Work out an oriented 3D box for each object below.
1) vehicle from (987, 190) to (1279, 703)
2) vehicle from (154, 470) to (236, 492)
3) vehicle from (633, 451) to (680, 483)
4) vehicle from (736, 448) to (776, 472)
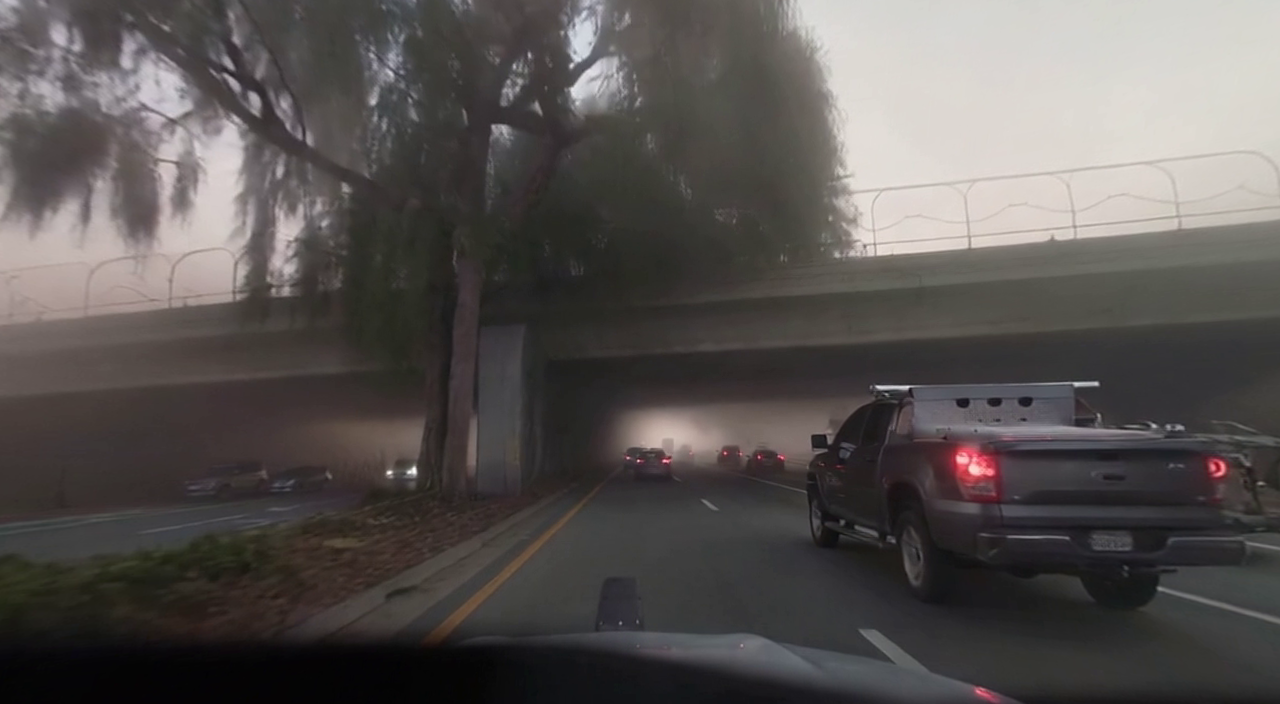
[{"bbox_3d":[3.488,0.500,1.401,2.588,2.321,4.927,0,-9,0],"label":"vehicle"},{"bbox_3d":[-32.219,9.328,45.819,4.407,1.431,2.025,-1,-8,2],"label":"vehicle"},{"bbox_3d":[0.716,5.248,29.066,2.027,1.341,3.775,0,-9,0],"label":"vehicle"},{"bbox_3d":[7.672,7.184,42.130,1.890,1.478,4.093,0,-9,0],"label":"vehicle"}]
